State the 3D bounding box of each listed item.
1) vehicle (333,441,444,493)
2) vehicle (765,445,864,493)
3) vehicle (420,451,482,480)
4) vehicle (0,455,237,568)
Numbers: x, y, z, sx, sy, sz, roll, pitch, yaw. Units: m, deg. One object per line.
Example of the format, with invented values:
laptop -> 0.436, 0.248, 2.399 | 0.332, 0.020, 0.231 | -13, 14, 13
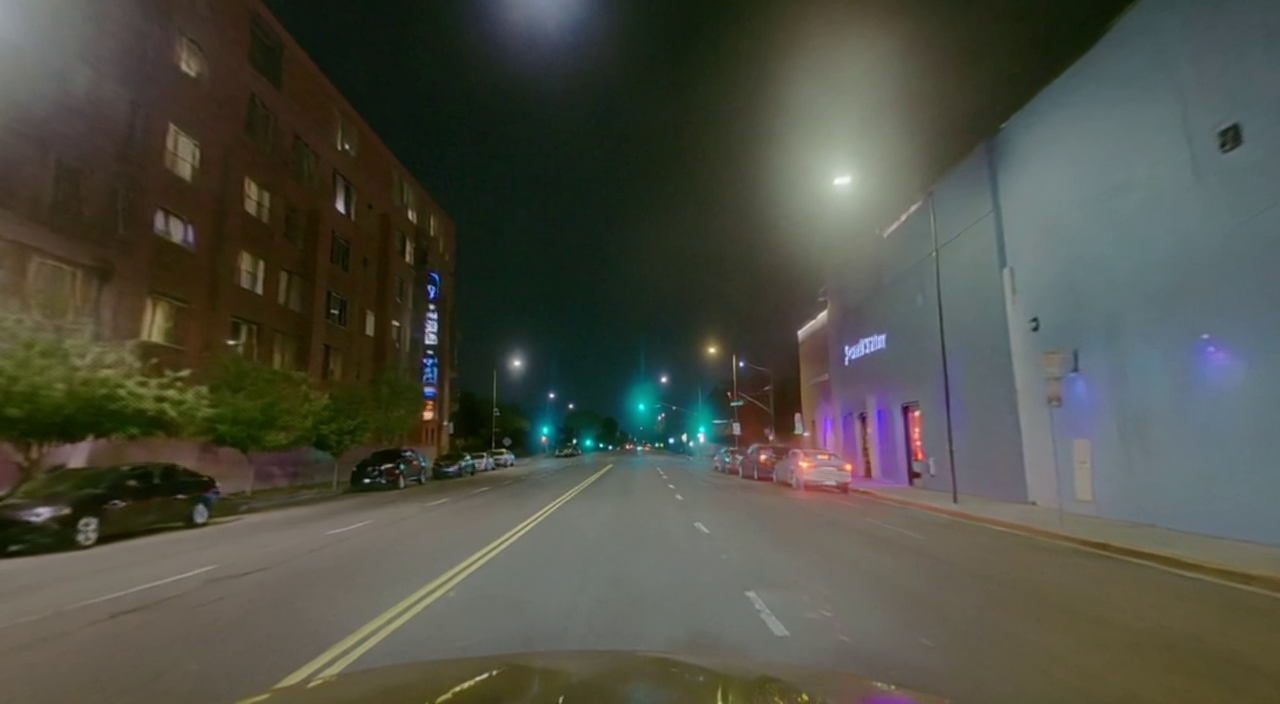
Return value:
vehicle -> -9.944, 4.546, 25.596 | 2.228, 1.863, 5.407 | -1, -8, 1
vehicle -> 6.097, 4.131, 22.796 | 2.038, 1.482, 4.994 | 0, -8, -2
vehicle -> -10.233, 6.142, 34.582 | 1.953, 1.387, 4.529 | 0, -8, 0
vehicle -> -9.605, 2.638, 11.254 | 2.021, 1.482, 4.601 | 0, -8, -3
